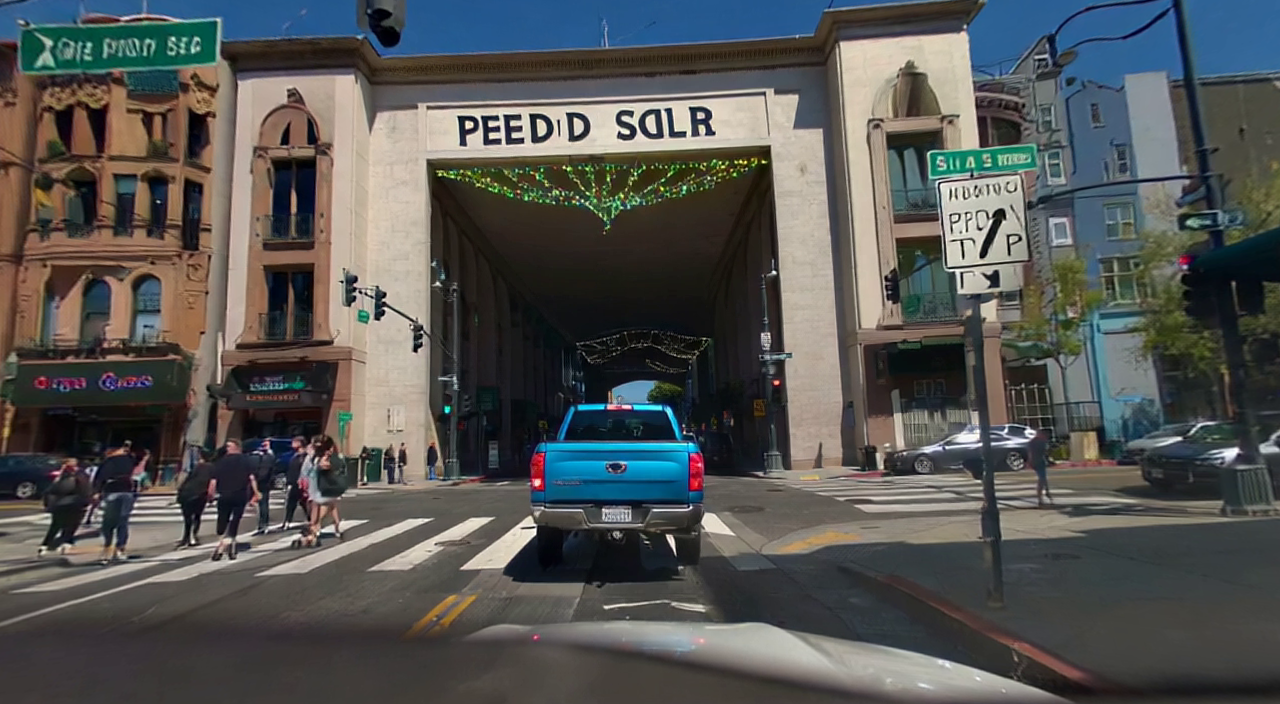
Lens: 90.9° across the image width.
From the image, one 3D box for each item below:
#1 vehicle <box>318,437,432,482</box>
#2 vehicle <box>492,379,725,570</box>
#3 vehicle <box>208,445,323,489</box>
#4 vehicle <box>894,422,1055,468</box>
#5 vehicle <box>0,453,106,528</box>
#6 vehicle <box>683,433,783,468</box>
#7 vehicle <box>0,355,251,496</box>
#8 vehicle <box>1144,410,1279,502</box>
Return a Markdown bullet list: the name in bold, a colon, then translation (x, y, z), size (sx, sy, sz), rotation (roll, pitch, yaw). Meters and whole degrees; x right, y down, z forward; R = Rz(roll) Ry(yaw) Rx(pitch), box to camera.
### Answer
- **vehicle**: translation (-13.156, 5.350, 31.468), size (4.799, 1.909, 2.011), rotation (-3, -7, 2)
- **vehicle**: translation (-0.477, 1.710, 9.575), size (2.477, 2.020, 5.534), rotation (0, -8, -3)
- **vehicle**: translation (-18.642, 5.706, 31.524), size (4.398, 2.057, 1.959), rotation (0, -8, -2)
- **vehicle**: translation (11.658, 3.272, 22.178), size (4.600, 1.506, 1.878), rotation (0, -8, -2)
- **vehicle**: translation (-16.041, 3.313, 15.352), size (4.039, 1.654, 2.092), rotation (0, -8, -2)
- **vehicle**: translation (4.316, 4.683, 29.906), size (4.515, 1.583, 1.920), rotation (-1, -8, 3)
- **vehicle**: translation (-22.070, 2.675, 22.629), size (13.729, 4.662, 3.300), rotation (0, -9, 0)
- **vehicle**: translation (13.079, 2.011, 12.513), size (4.082, 1.613, 2.211), rotation (-3, -12, -1)
